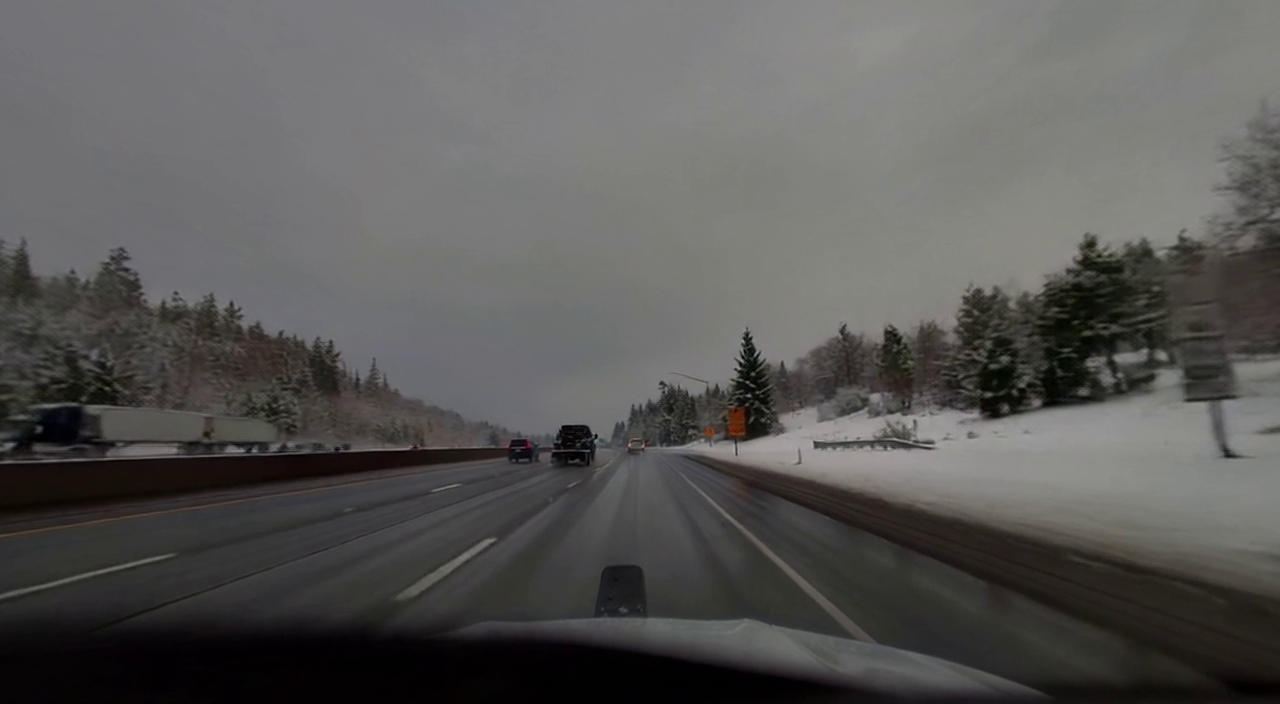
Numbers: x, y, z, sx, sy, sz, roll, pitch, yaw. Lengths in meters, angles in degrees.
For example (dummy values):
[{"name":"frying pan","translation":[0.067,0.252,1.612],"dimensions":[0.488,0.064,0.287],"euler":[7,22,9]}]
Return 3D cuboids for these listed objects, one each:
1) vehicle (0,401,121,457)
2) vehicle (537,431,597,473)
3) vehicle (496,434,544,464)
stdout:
[{"name":"vehicle","translation":[-42.564,5.630,45.356],"dimensions":[2.961,3.669,8.028],"euler":[0,-8,2]},{"name":"vehicle","translation":[-3.203,4.474,28.258],"dimensions":[2.194,1.766,3.720],"euler":[0,-8,0]},{"name":"vehicle","translation":[-7.493,6.097,39.618],"dimensions":[2.078,1.729,4.722],"euler":[0,-8,0]}]
